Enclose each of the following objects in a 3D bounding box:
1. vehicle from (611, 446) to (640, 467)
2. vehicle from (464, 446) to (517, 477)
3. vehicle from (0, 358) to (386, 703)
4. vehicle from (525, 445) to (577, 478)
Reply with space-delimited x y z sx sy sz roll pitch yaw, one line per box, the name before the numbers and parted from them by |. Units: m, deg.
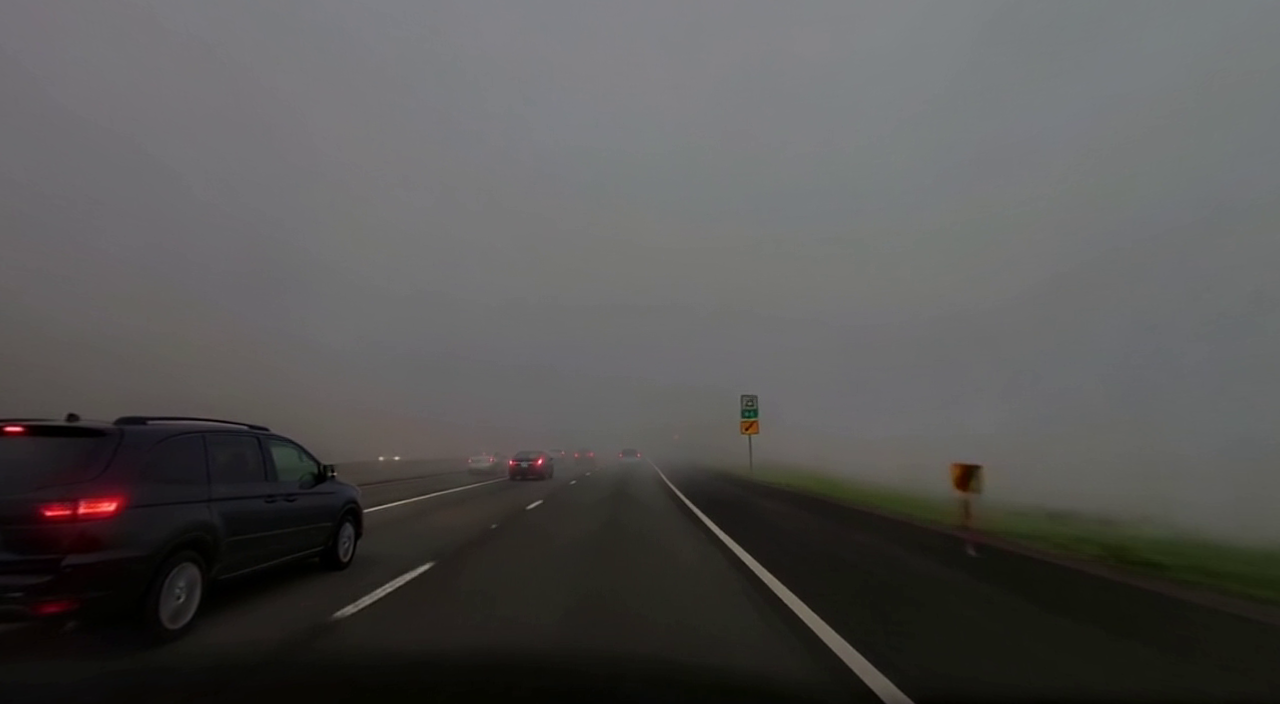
vehicle | -1.001 7.646 45.907 2.023 1.479 3.718 0 -9 0
vehicle | -7.960 5.839 33.675 1.936 1.516 3.904 0 -9 0
vehicle | -4.103 1.269 5.206 2.074 1.779 4.588 0 -9 0
vehicle | -4.328 5.400 31.080 1.988 1.477 4.118 0 -9 -1
